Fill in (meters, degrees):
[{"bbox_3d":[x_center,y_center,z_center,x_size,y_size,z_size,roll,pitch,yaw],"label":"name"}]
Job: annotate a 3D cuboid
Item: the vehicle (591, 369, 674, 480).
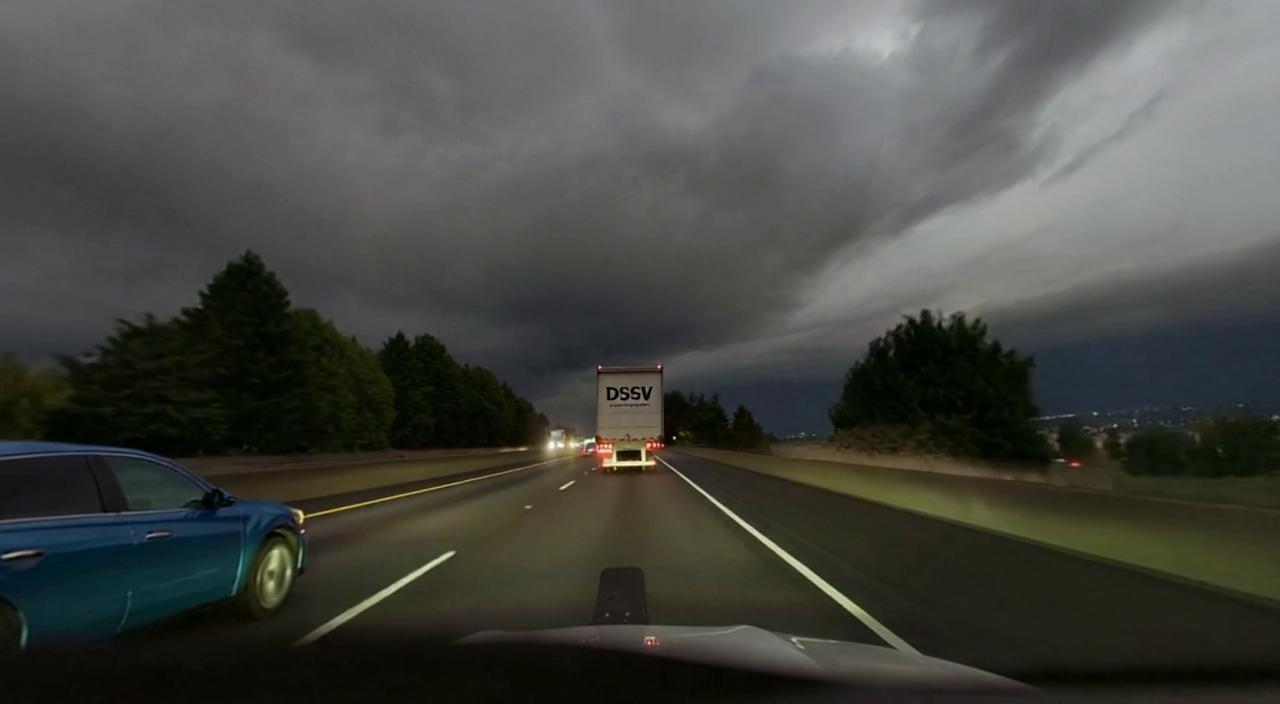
[{"bbox_3d":[-0.396,3.313,27.762,2.969,3.957,10.270,0,-8,-1],"label":"vehicle"}]
